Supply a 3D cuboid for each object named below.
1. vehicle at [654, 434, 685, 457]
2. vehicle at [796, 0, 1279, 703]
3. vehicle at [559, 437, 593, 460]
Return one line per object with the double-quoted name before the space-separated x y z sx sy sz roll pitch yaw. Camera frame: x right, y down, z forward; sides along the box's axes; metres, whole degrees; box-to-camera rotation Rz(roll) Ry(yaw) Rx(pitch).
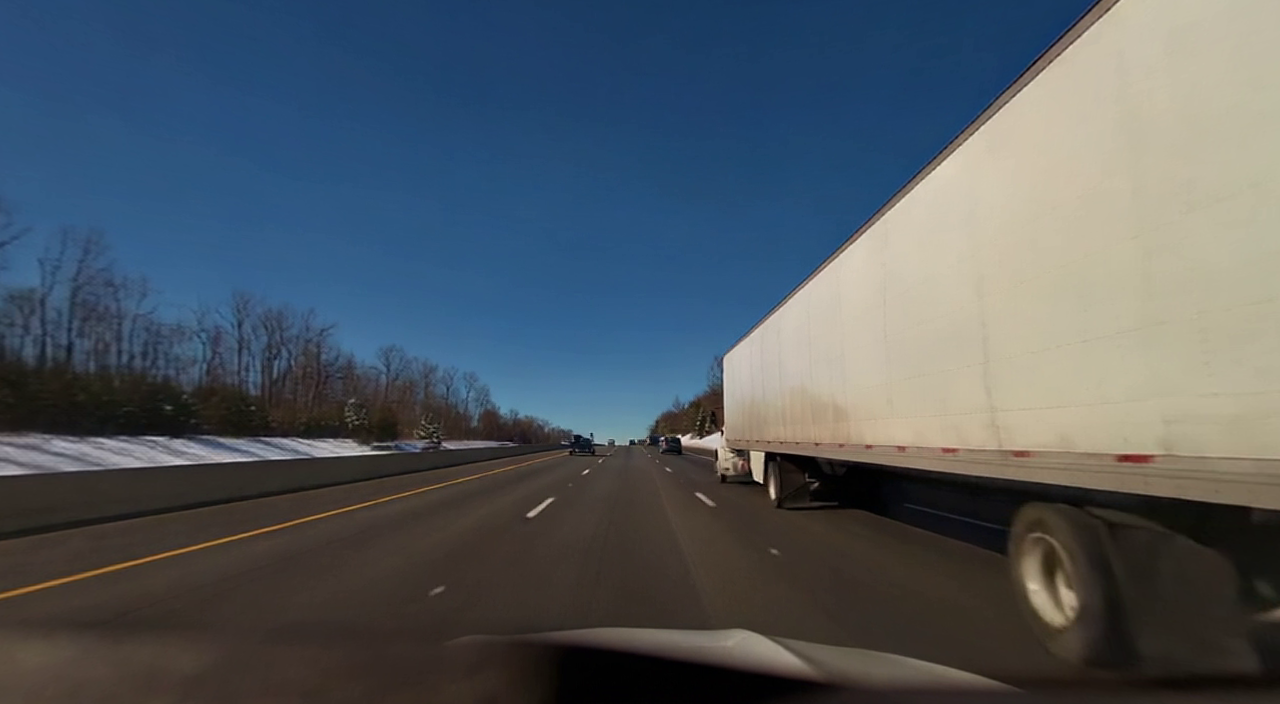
"vehicle" 2.221 7.218 48.621 2.124 1.696 4.173 0 -8 -1
"vehicle" 4.100 0.126 5.966 2.906 3.999 8.621 0 -8 -1
"vehicle" -4.452 6.763 44.305 2.017 1.484 4.088 0 -8 0
